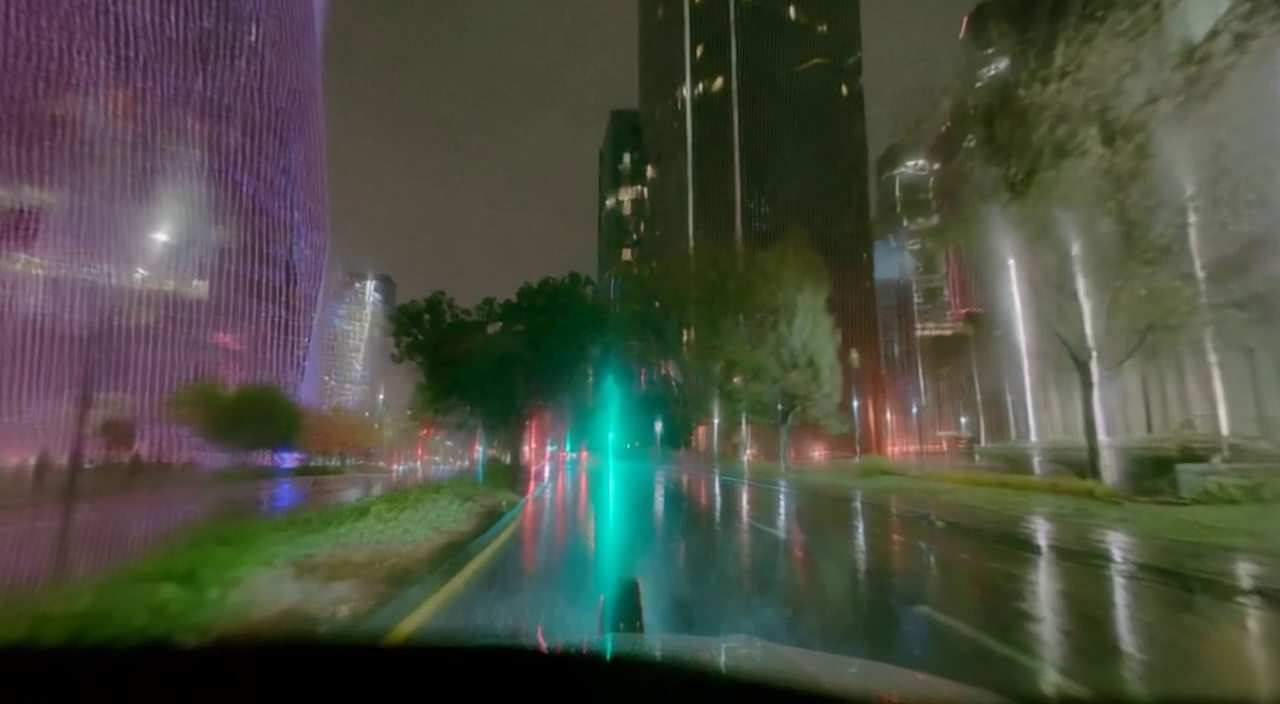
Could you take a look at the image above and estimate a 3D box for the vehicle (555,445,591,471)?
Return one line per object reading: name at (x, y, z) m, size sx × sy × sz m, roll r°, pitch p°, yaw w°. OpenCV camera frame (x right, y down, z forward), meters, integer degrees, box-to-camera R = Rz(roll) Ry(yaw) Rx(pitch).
vehicle at (-5.135, 8.037, 47.976) m, size 2.129 × 1.816 × 4.851 m, roll 2°, pitch -9°, yaw -12°
